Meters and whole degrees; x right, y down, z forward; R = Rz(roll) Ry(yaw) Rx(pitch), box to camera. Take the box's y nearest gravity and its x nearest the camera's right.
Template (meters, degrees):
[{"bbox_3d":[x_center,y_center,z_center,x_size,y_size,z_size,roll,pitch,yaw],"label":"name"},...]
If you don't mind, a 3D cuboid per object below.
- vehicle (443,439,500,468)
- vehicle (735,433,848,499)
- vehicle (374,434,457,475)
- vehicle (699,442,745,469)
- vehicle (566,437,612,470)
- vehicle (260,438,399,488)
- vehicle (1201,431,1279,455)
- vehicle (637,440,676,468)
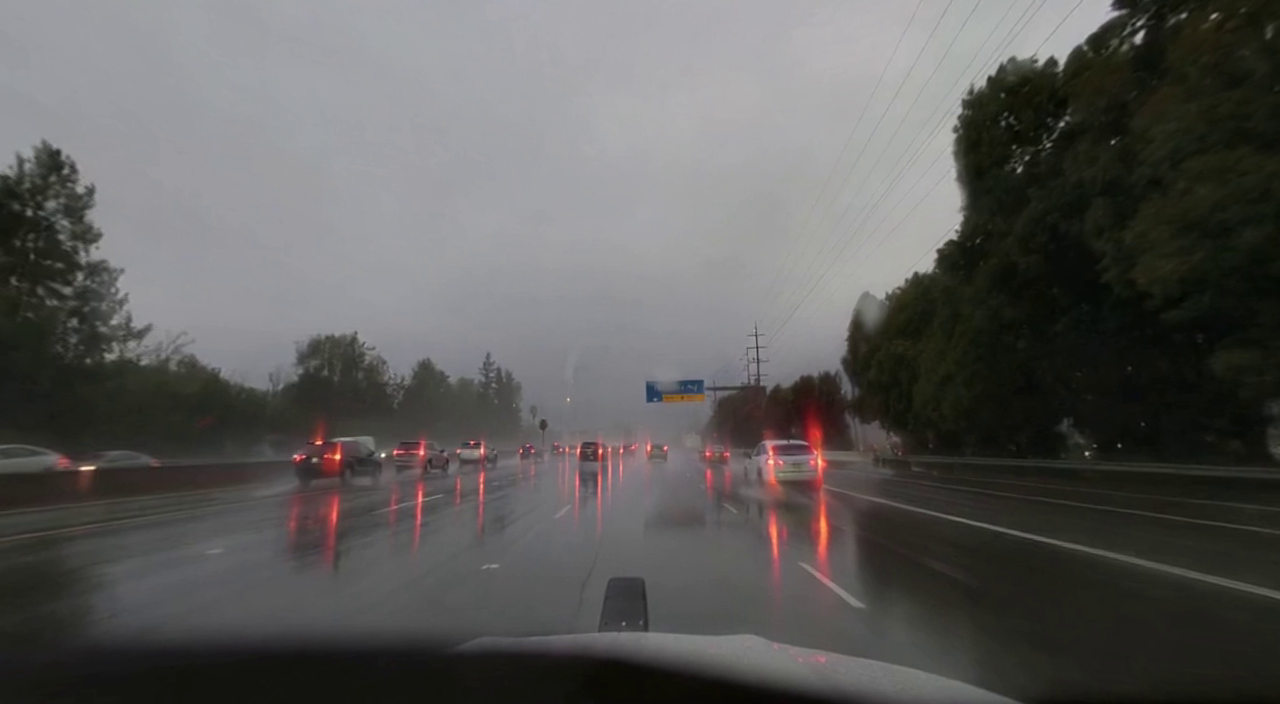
[{"bbox_3d":[-10.344,6.258,39.077,2.137,1.690,4.630,0,-8,1],"label":"vehicle"},{"bbox_3d":[4.001,3.088,17.502,2.036,1.580,4.360,0,-8,0],"label":"vehicle"},{"bbox_3d":[-10.448,4.806,29.732,2.083,1.776,4.721,0,-8,1],"label":"vehicle"},{"bbox_3d":[4.621,5.919,36.312,2.022,1.472,4.678,0,-8,0],"label":"vehicle"},{"bbox_3d":[-2.874,5.876,36.681,2.133,1.775,4.530,0,-8,2],"label":"vehicle"},{"bbox_3d":[-10.429,3.757,21.728,2.181,1.512,4.889,0,-8,2],"label":"vehicle"},{"bbox_3d":[37.441,5.660,39.198,3.438,1.426,1.793,0,-8,-5],"label":"vehicle"},{"bbox_3d":[0.971,6.101,37.800,2.220,1.575,4.332,0,-8,1],"label":"vehicle"}]
